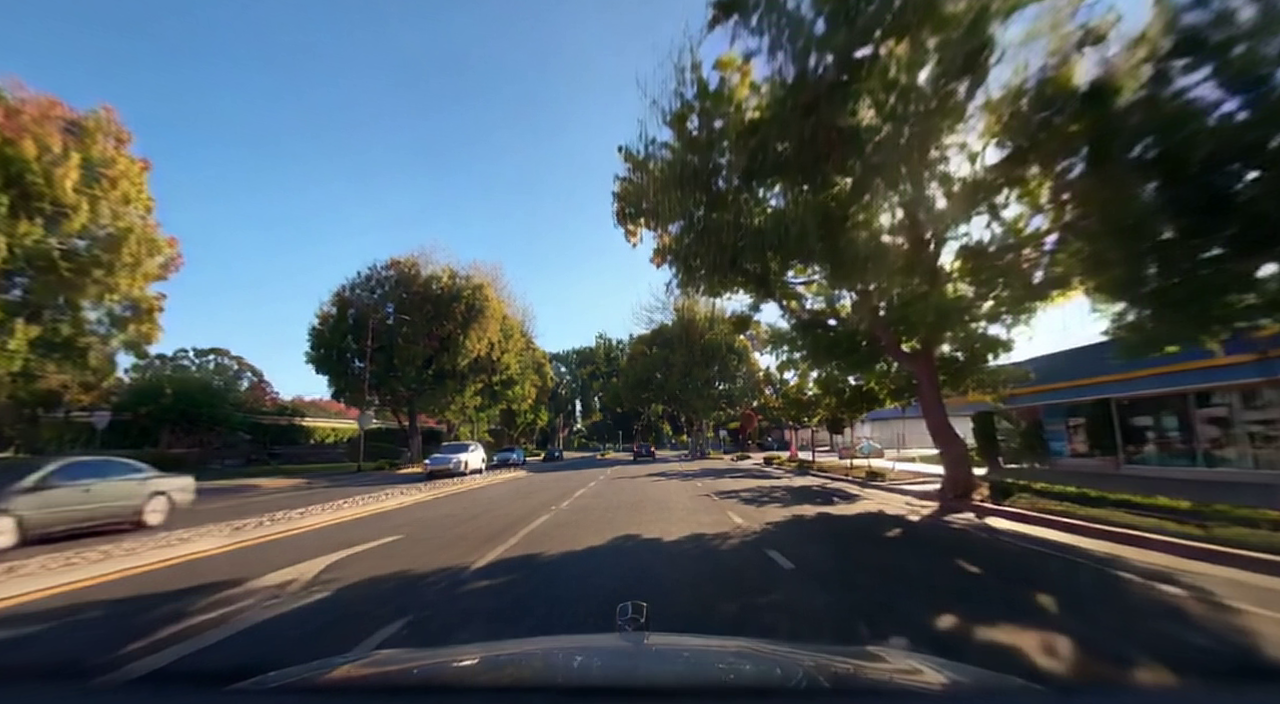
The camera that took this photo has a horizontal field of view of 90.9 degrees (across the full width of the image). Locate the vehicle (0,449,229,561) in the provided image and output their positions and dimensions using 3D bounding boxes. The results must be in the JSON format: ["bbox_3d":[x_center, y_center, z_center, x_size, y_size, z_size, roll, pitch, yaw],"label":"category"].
[{"bbox_3d":[-9.965,2.482,10.964,2.084,1.517,5.096,-1,-8,2],"label":"vehicle"}]

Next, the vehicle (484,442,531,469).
[{"bbox_3d":[-9.268,7.256,44.479,2.230,1.777,4.797,-1,-8,1],"label":"vehicle"}]

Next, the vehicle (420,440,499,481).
[{"bbox_3d":[-8.500,5.127,30.165,2.250,1.747,4.492,-1,-8,2],"label":"vehicle"}]
